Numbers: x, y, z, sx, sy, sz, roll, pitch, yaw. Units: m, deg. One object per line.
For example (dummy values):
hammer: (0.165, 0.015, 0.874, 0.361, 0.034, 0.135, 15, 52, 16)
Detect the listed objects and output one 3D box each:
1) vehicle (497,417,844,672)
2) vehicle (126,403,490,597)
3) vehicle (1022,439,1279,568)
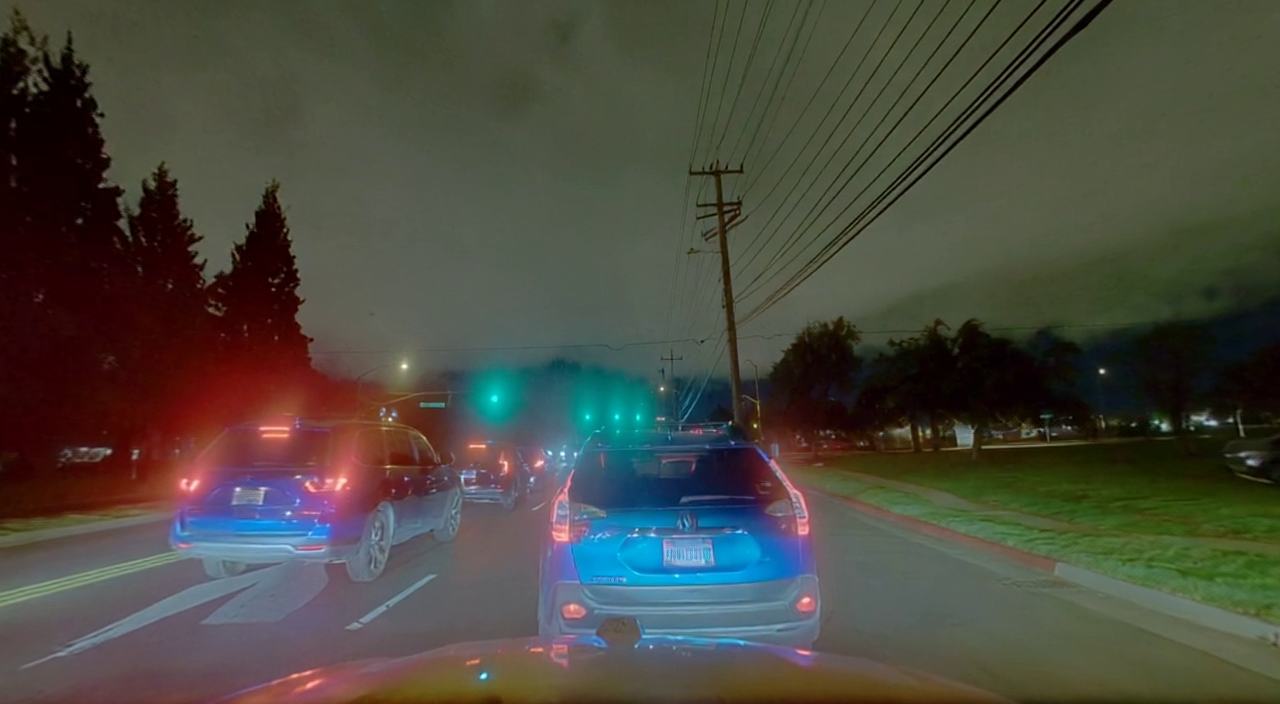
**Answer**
vehicle: (0.119, 1.438, 5.820, 2.056, 1.487, 4.003, 0, -9, -2)
vehicle: (-3.476, 1.635, 7.849, 2.105, 1.706, 4.337, 0, -8, 0)
vehicle: (8.374, 2.137, 9.803, 1.993, 1.508, 4.521, 0, -9, -1)
